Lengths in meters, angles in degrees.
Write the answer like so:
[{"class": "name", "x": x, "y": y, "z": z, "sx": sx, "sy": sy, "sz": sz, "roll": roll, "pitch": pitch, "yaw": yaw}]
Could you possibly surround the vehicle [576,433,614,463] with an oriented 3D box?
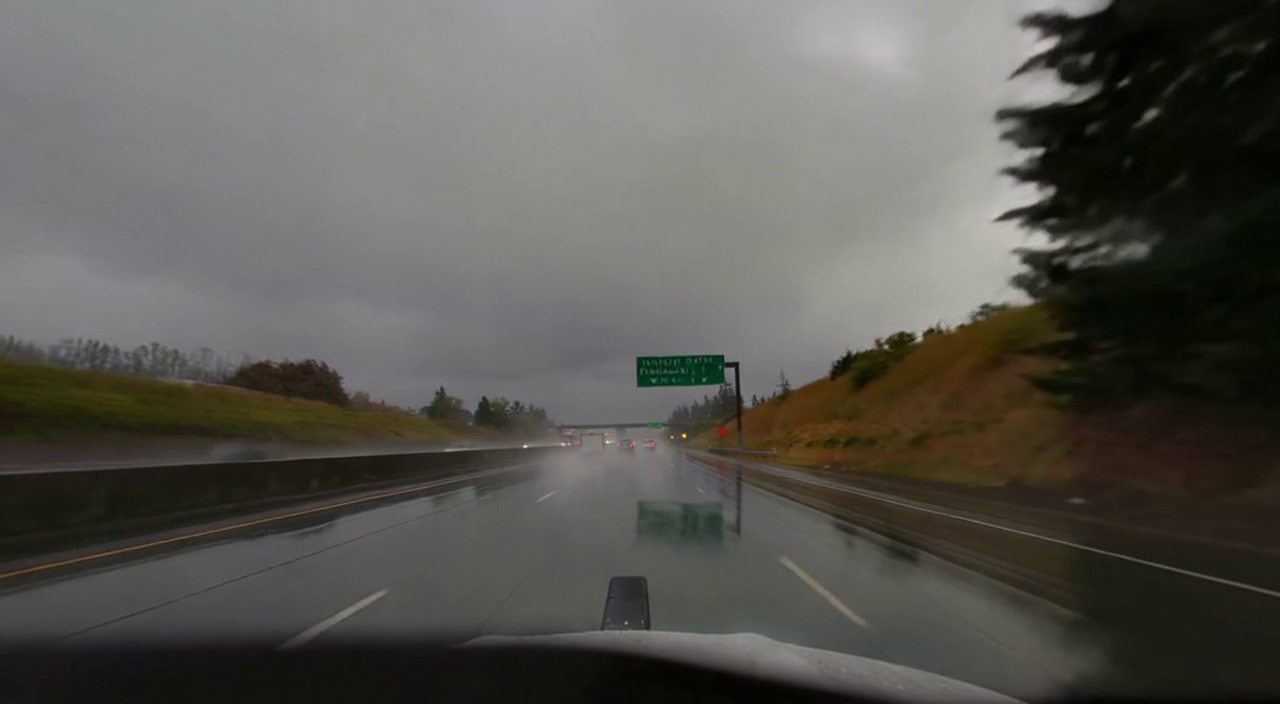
[{"class": "vehicle", "x": -3.194, "y": 6.898, "z": 45.403, "sx": 2.286, "sy": 2.011, "sz": 4.452, "roll": 0, "pitch": -8, "yaw": 1}]
